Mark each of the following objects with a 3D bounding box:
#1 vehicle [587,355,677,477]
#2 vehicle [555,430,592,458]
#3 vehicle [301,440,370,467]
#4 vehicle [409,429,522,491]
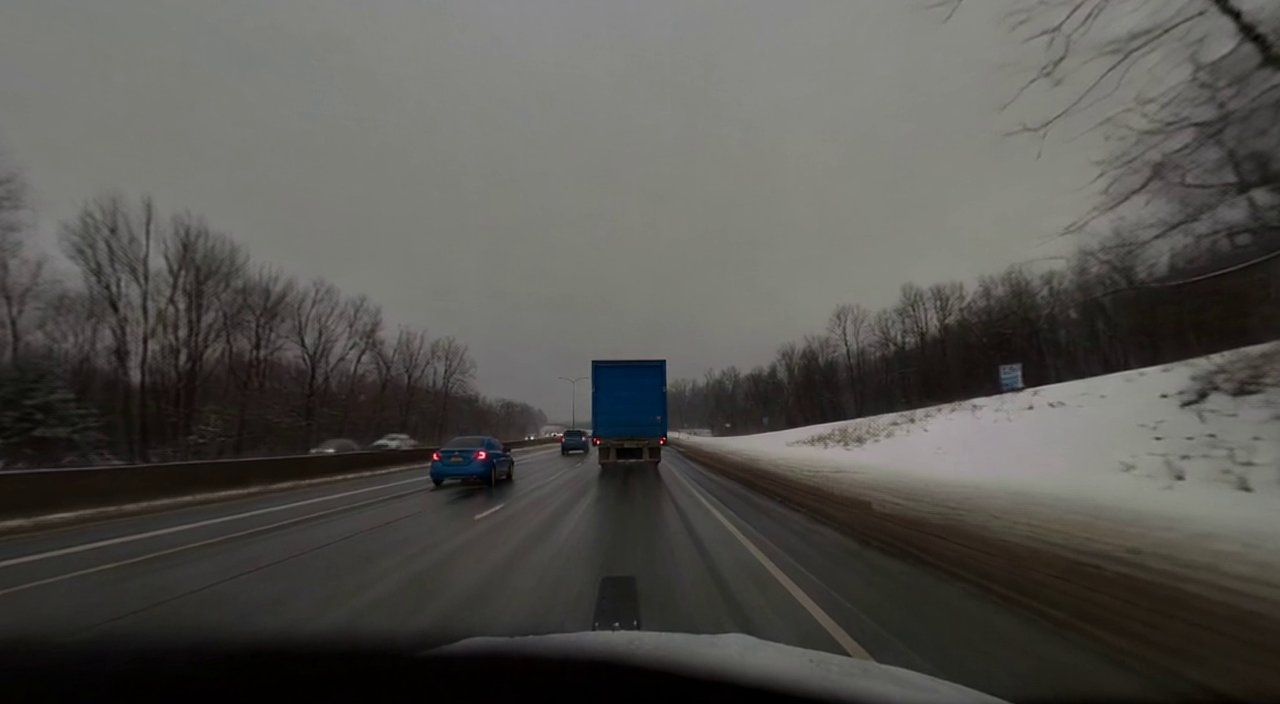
[{"bbox_3d":[-0.371,2.763,25.884,2.953,4.041,10.072,0,-8,-1],"label":"vehicle"},{"bbox_3d":[-4.556,6.357,43.774,2.019,1.834,4.644,0,-8,0],"label":"vehicle"},{"bbox_3d":[-18.140,6.024,37.658,1.883,1.499,4.621,0,-8,-1],"label":"vehicle"},{"bbox_3d":[-4.742,2.972,17.800,1.931,1.539,4.441,0,-8,0],"label":"vehicle"}]
